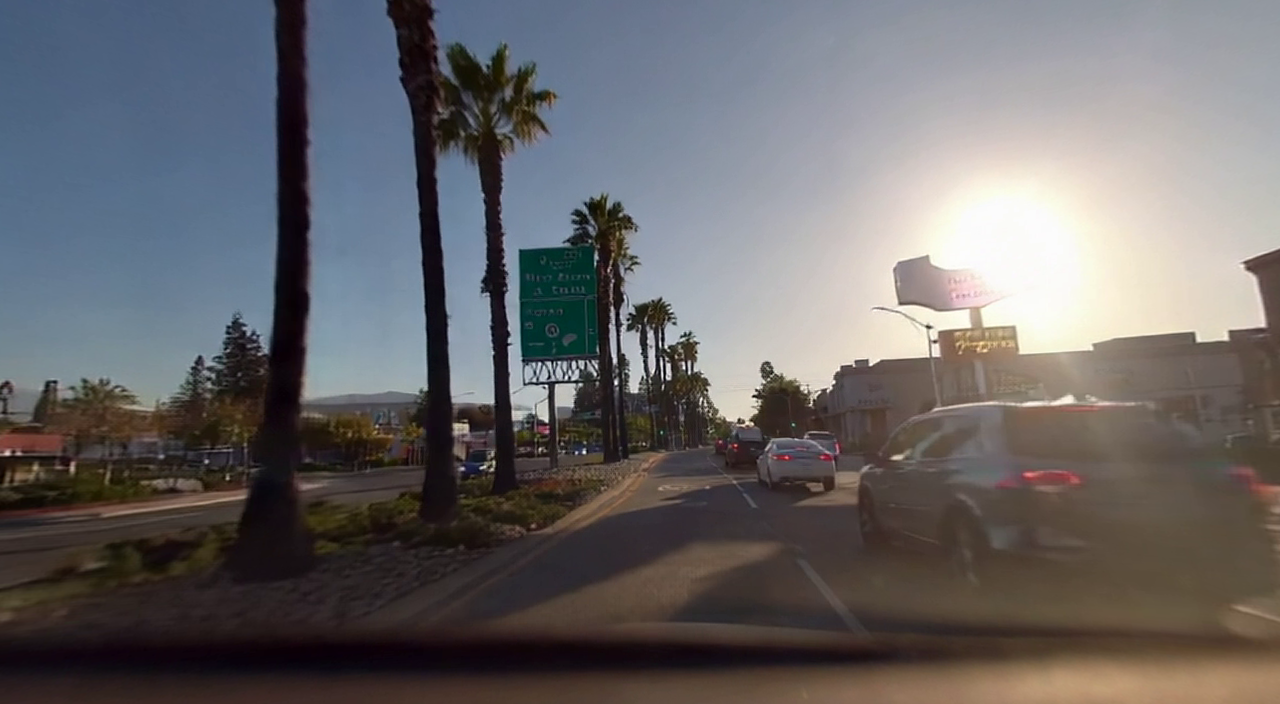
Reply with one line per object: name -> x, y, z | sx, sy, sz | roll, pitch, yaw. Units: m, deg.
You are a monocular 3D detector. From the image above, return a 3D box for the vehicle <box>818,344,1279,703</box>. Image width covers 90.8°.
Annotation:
vehicle -> 3.314, 1.223, 5.496 | 2.428, 1.816, 4.959 | -1, -8, 4

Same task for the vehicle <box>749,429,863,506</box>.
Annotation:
vehicle -> 4.255, 3.027, 17.068 | 2.061, 1.744, 4.752 | -1, -8, 4

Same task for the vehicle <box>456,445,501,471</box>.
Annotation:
vehicle -> -11.399, 7.485, 44.900 | 1.979, 1.724, 4.334 | -1, -8, 2
